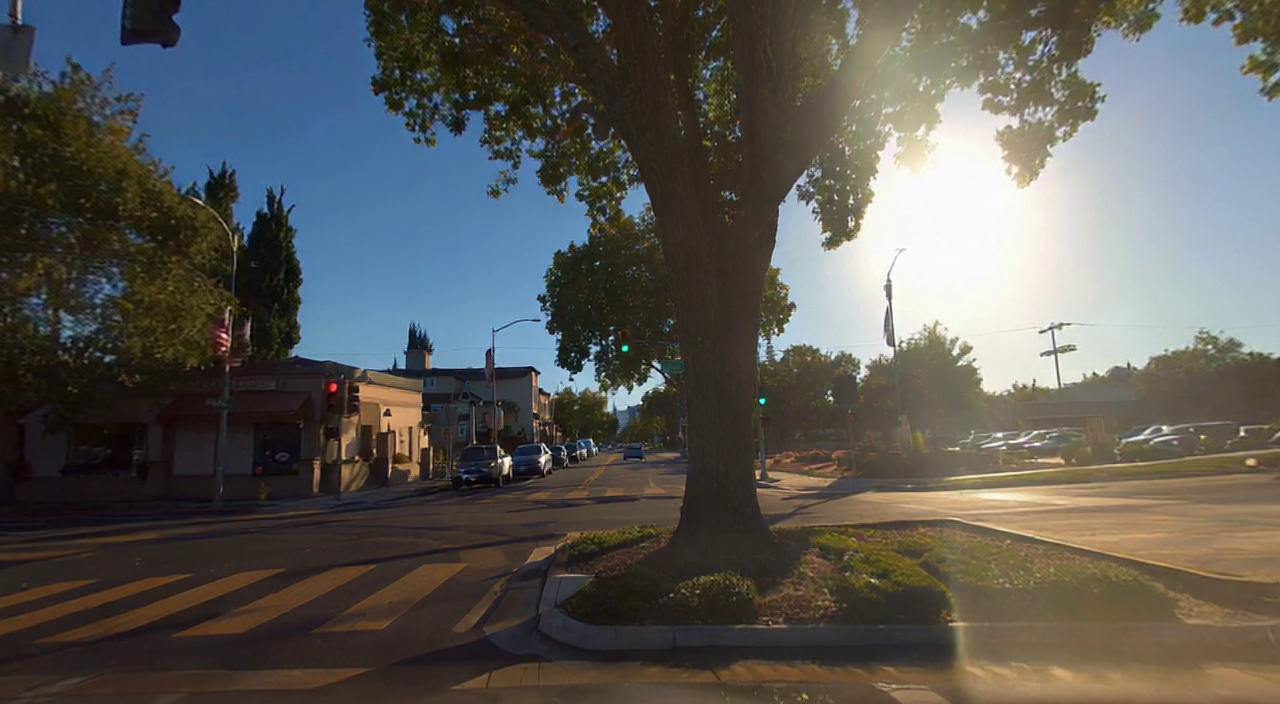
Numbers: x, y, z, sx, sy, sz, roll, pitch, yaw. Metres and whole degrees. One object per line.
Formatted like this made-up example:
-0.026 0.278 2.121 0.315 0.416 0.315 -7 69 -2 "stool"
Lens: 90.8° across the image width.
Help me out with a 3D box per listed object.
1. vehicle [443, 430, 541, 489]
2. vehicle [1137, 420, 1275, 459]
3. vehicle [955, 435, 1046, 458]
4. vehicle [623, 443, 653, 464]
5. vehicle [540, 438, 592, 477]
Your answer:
-6.495 4.837 28.964 2.896 2.339 7.322 0 -9 -1 "vehicle"
33.261 5.162 37.243 5.969 2.149 2.331 0 -9 -3 "vehicle"
24.977 6.551 43.843 5.172 1.515 1.851 0 -9 -2 "vehicle"
-0.227 7.731 48.334 2.056 1.493 4.535 0 -9 -3 "vehicle"
-3.640 5.278 31.902 2.120 1.783 4.788 0 -9 -1 "vehicle"
